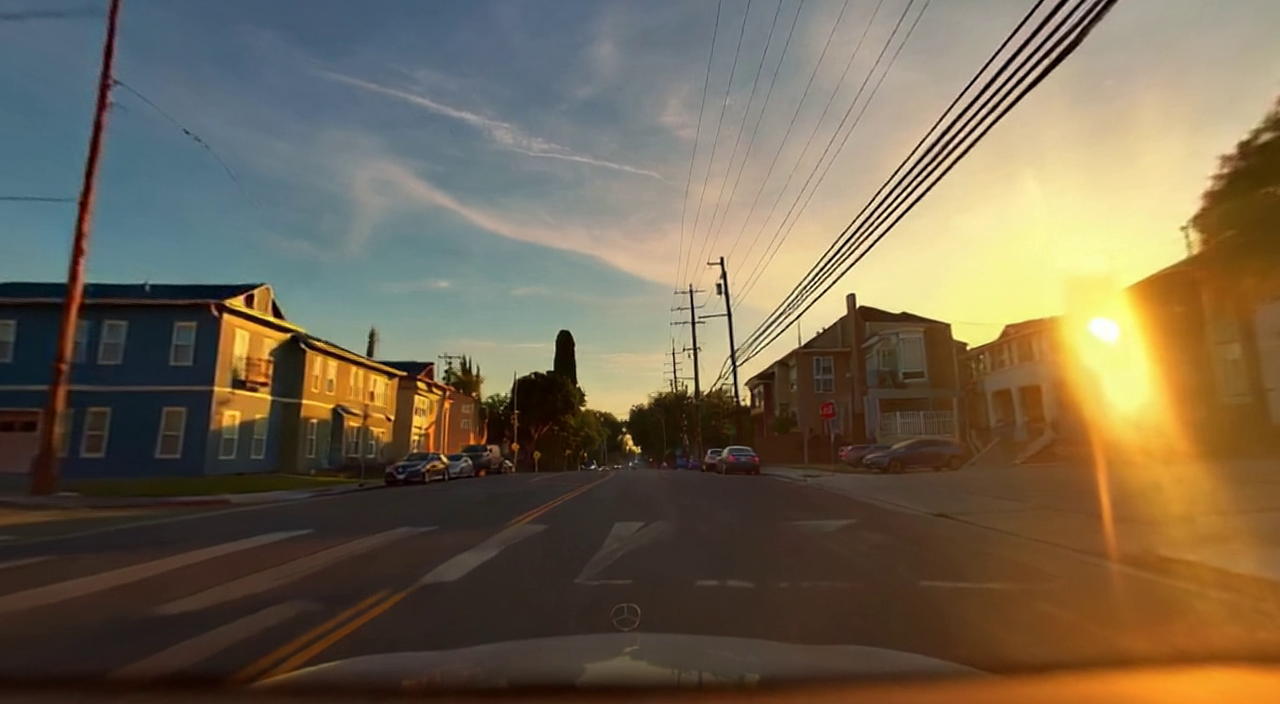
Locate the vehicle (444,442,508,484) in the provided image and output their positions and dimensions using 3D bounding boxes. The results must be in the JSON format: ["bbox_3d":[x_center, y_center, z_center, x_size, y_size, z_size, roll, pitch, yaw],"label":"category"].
[{"bbox_3d":[-10.526,7.140,41.039,2.687,2.491,5.936,0,-8,-2],"label":"vehicle"}]

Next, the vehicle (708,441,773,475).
[{"bbox_3d":[4.842,5.199,31.229,2.059,1.502,4.824,1,-8,-4],"label":"vehicle"}]

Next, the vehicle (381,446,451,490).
[{"bbox_3d":[-10.201,5.319,29.100,1.900,1.683,4.486,-5,-10,-5],"label":"vehicle"}]

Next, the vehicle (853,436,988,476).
[{"bbox_3d":[10.800,4.004,24.477,4.336,1.424,1.954,2,-9,-10],"label":"vehicle"}]
